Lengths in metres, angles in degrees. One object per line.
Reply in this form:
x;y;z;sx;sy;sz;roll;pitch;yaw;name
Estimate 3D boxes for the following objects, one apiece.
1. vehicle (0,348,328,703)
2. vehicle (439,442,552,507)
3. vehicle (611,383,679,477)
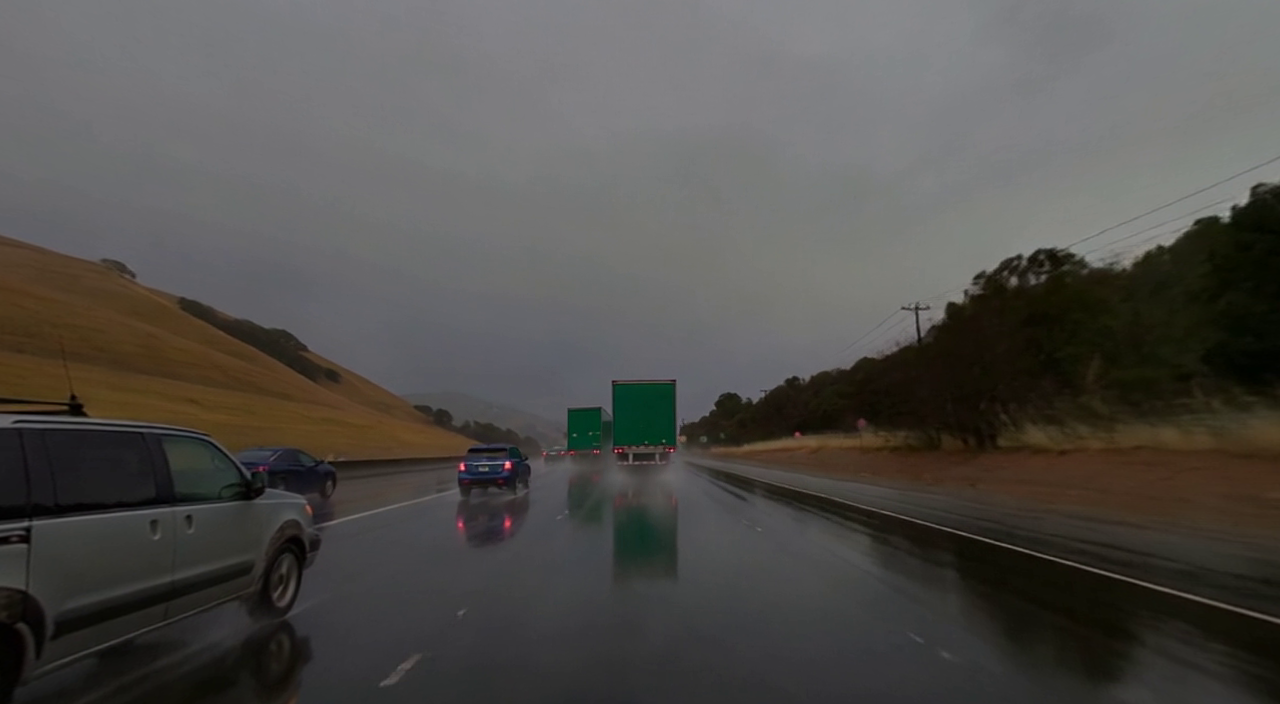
-3.906;0.949;3.206;2.136;1.779;4.875;0;-8;0;vehicle
-3.610;3.127;16.630;1.950;1.446;4.224;0;-8;0;vehicle
0.312;4.125;32.388;2.913;3.988;10.874;-1;-8;1;vehicle
